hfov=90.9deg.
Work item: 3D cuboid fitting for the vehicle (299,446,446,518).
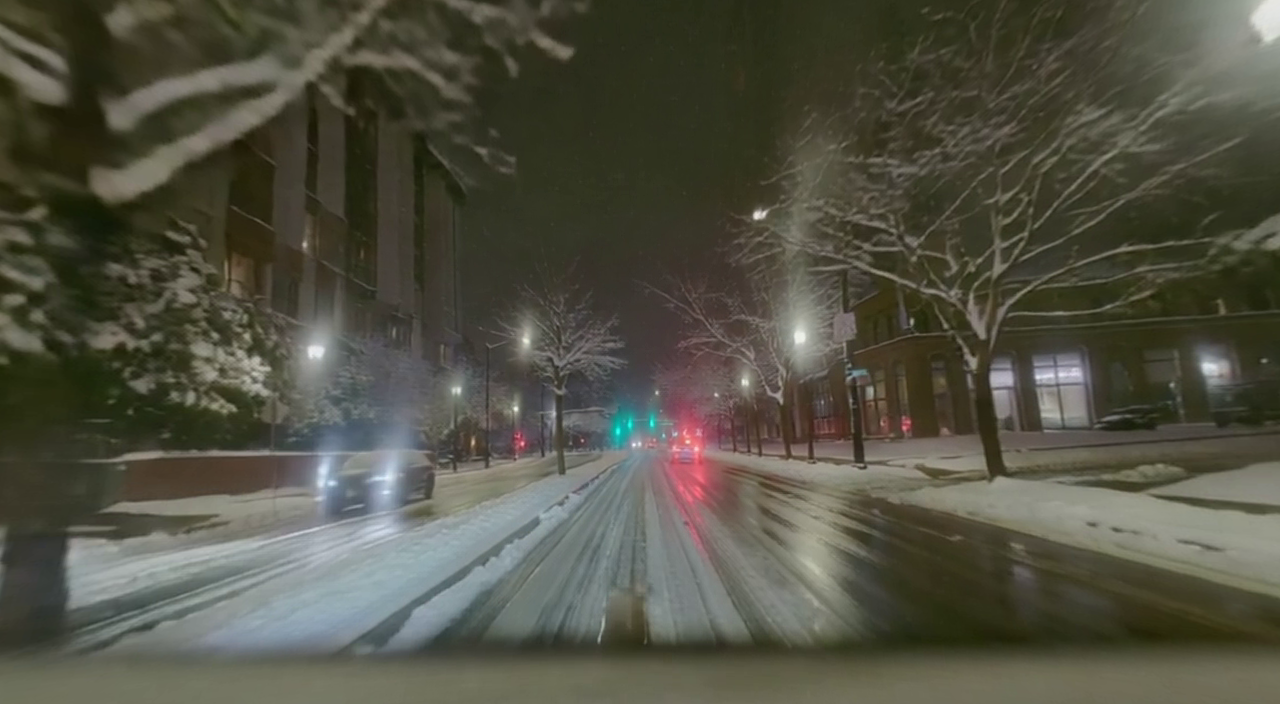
[{"bbox_3d":[-7.195,3.500,17.602,2.031,1.723,4.566,0,-8,1],"label":"vehicle"}]

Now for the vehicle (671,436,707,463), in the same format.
[{"bbox_3d":[3.286,6.611,42.859,2.129,1.719,4.205,0,-8,0],"label":"vehicle"}]
